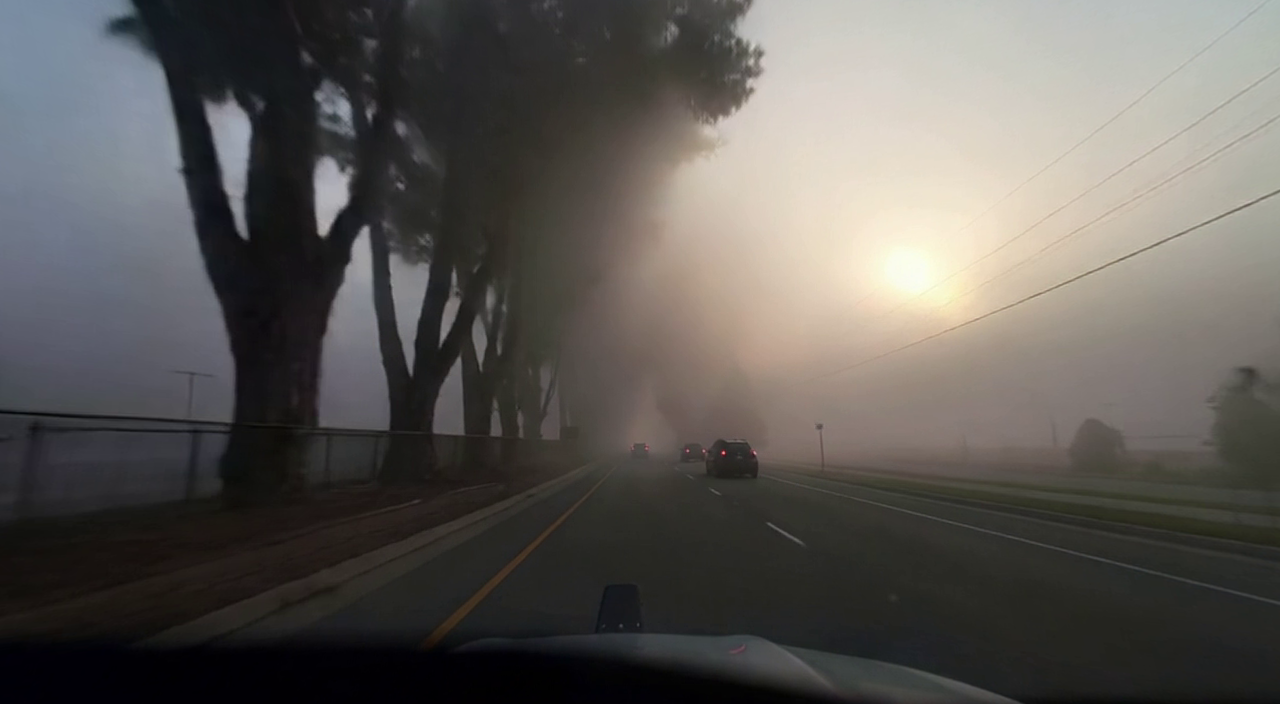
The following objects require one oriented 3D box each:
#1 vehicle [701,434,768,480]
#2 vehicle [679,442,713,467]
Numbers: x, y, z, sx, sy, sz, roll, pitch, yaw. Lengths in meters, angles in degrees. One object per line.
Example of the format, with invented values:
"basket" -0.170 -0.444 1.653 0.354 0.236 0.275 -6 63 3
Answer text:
"vehicle" 4.045 4.615 27.924 2.112 1.825 4.574 0 -9 -2
"vehicle" 3.892 7.167 44.463 2.012 1.653 4.115 0 -9 -1
